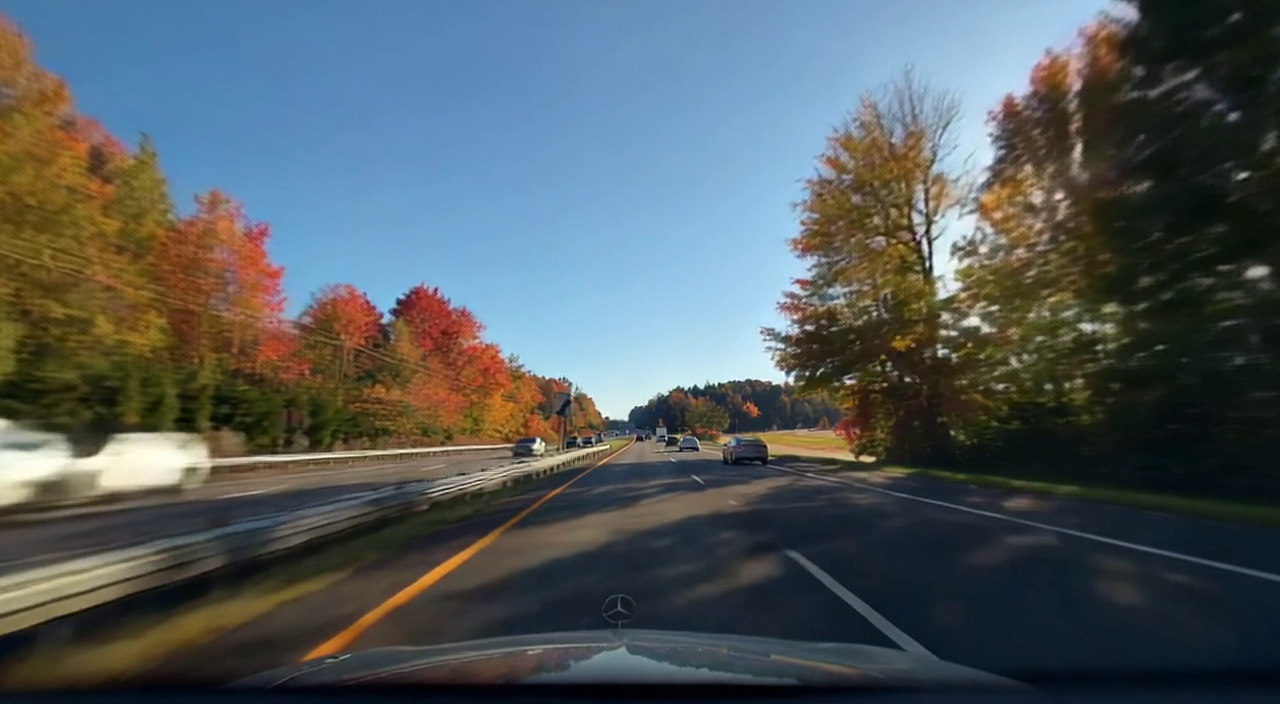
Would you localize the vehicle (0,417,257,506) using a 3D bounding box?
[{"bbox_3d":[-13.231,2.848,16.903,2.121,1.933,5.948,-1,-8,0],"label":"vehicle"}]

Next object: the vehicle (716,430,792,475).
[{"bbox_3d":[4.193,3.779,23.843,2.024,1.516,4.197,0,-8,-1],"label":"vehicle"}]
